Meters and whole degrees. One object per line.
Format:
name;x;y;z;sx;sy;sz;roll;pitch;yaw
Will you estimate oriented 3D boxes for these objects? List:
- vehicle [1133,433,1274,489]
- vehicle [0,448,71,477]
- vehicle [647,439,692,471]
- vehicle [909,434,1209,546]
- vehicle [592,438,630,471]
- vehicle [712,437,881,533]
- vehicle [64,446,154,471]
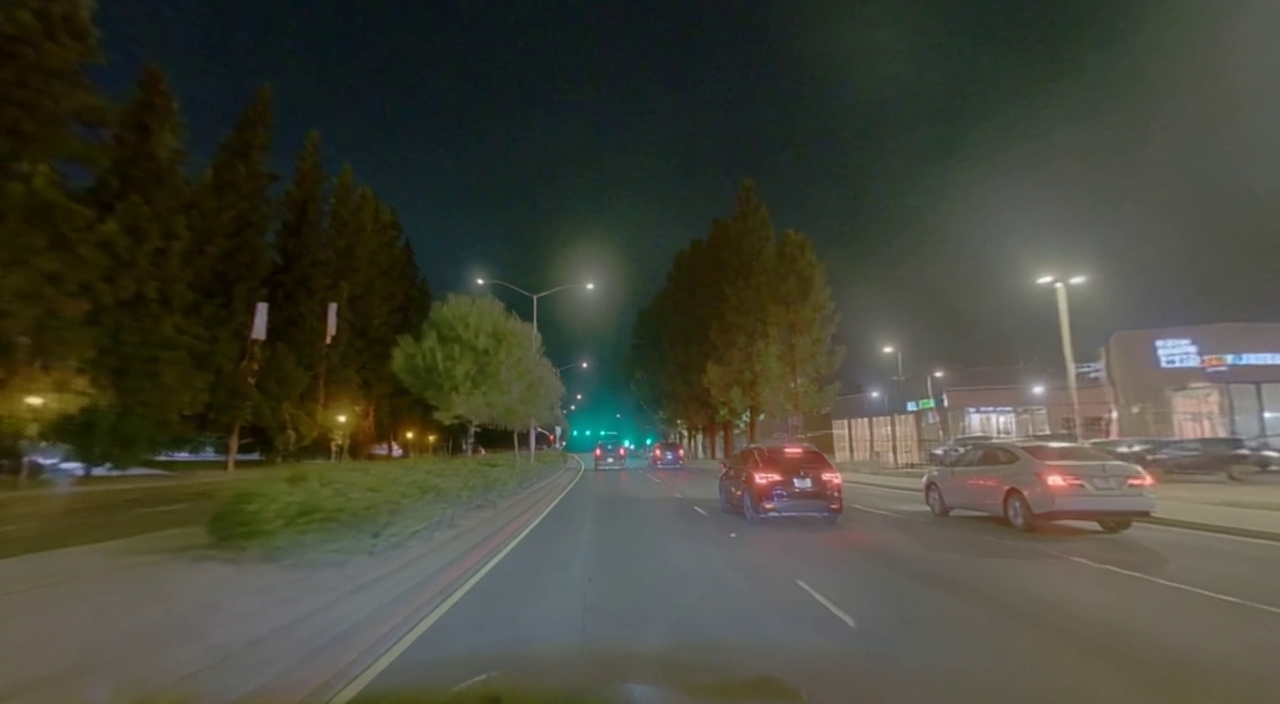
vehicle;22.979;4.408;26.079;2.528;1.997;5.919;-2;-8;24
vehicle;-30.294;5.334;30.571;3.468;1.345;1.795;0;-9;-4
vehicle;1.646;5.927;36.408;2.000;1.745;4.206;1;-9;-5
vehicle;6.495;2.154;10.531;1.917;1.457;4.274;0;-9;-3
vehicle;-1.738;5.879;36.330;2.051;1.798;4.168;1;-9;-4
vehicle;2.658;2.358;11.834;1.883;1.452;4.258;0;-9;-3
vehicle;-30.478;6.127;36.204;3.502;1.364;1.773;1;-9;-4
